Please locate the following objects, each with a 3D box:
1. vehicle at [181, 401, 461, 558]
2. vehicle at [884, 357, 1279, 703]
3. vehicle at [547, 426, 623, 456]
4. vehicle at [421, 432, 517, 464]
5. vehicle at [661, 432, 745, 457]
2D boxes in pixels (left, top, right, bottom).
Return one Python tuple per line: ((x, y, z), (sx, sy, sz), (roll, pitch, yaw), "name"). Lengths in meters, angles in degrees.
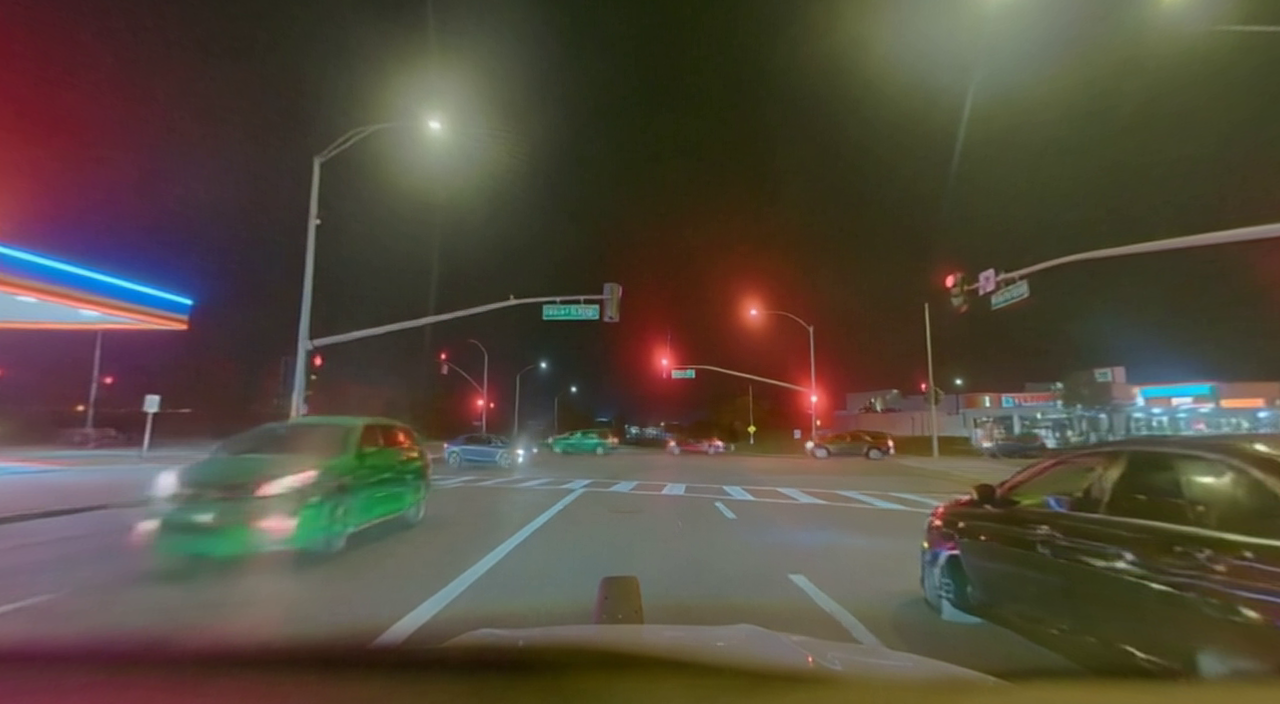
((-4.161, 1.731, 9.309), (2.196, 1.696, 4.484), (1, -8, -7), "vehicle")
((2.893, 0.874, 2.521), (1.995, 1.525, 4.392), (0, -8, -1), "vehicle")
((-3.368, 5.503, 38.891), (4.311, 1.742, 1.864), (-4, -9, 26), "vehicle")
((-8.671, 4.840, 31.928), (4.806, 1.482, 1.862), (-6, -10, 32), "vehicle")
((3.834, 5.735, 38.979), (4.801, 1.466, 1.830), (-5, -10, 28), "vehicle")
